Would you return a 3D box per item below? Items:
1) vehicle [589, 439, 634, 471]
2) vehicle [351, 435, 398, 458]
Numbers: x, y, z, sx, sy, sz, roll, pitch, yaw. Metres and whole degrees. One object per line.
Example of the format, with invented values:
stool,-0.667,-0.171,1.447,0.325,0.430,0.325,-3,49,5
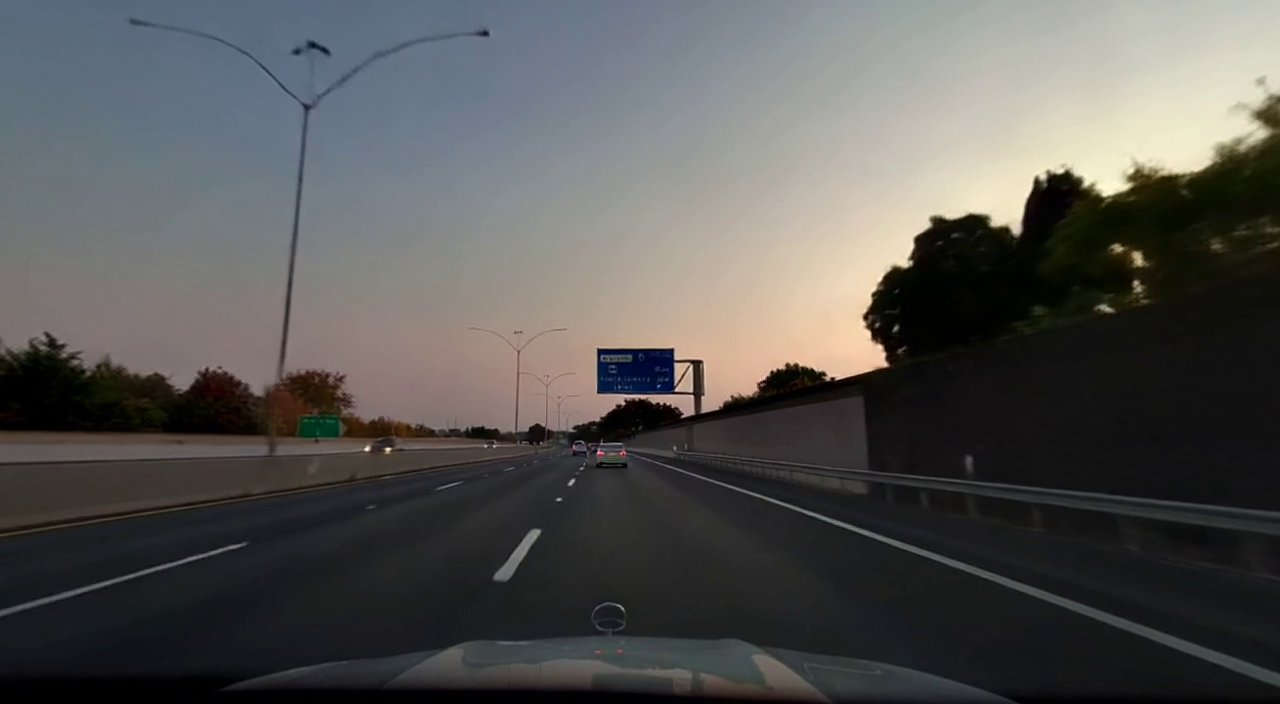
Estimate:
vehicle,-1.398,5.306,32.433,2.055,1.509,4.255,-1,-9,2
vehicle,-19.490,6.988,46.214,1.952,1.590,4.398,0,-9,-6
